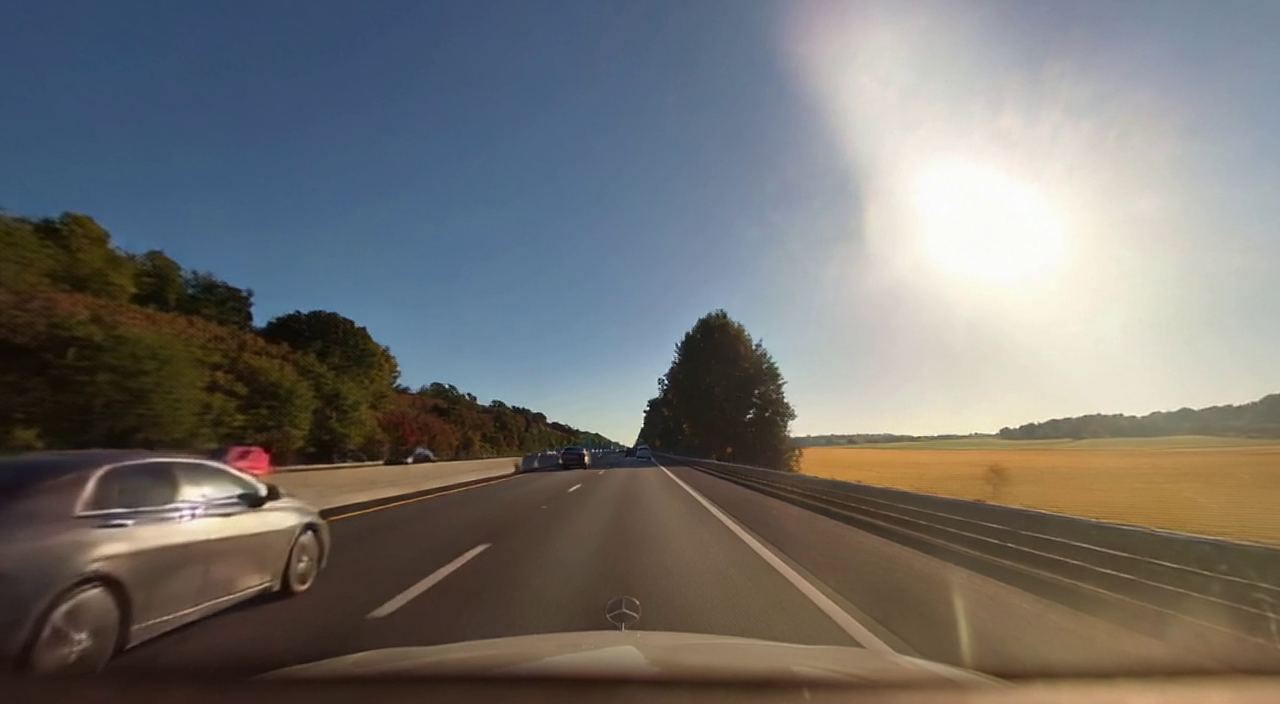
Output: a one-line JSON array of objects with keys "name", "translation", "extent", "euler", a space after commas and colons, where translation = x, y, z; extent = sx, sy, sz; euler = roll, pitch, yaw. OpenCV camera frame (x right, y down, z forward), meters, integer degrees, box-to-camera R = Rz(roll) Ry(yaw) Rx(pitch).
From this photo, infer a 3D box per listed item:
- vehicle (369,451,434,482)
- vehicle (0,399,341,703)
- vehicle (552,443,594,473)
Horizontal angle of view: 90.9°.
[{"name": "vehicle", "translation": [-12.326, 5.923, 32.841], "extent": [1.706, 1.449, 4.208], "euler": [0, -9, 0]}, {"name": "vehicle", "translation": [-3.668, 1.090, 3.510], "extent": [1.970, 1.483, 4.097], "euler": [0, -9, 0]}, {"name": "vehicle", "translation": [-4.042, 6.474, 38.616], "extent": [2.095, 1.664, 4.305], "euler": [0, -9, 0]}]
